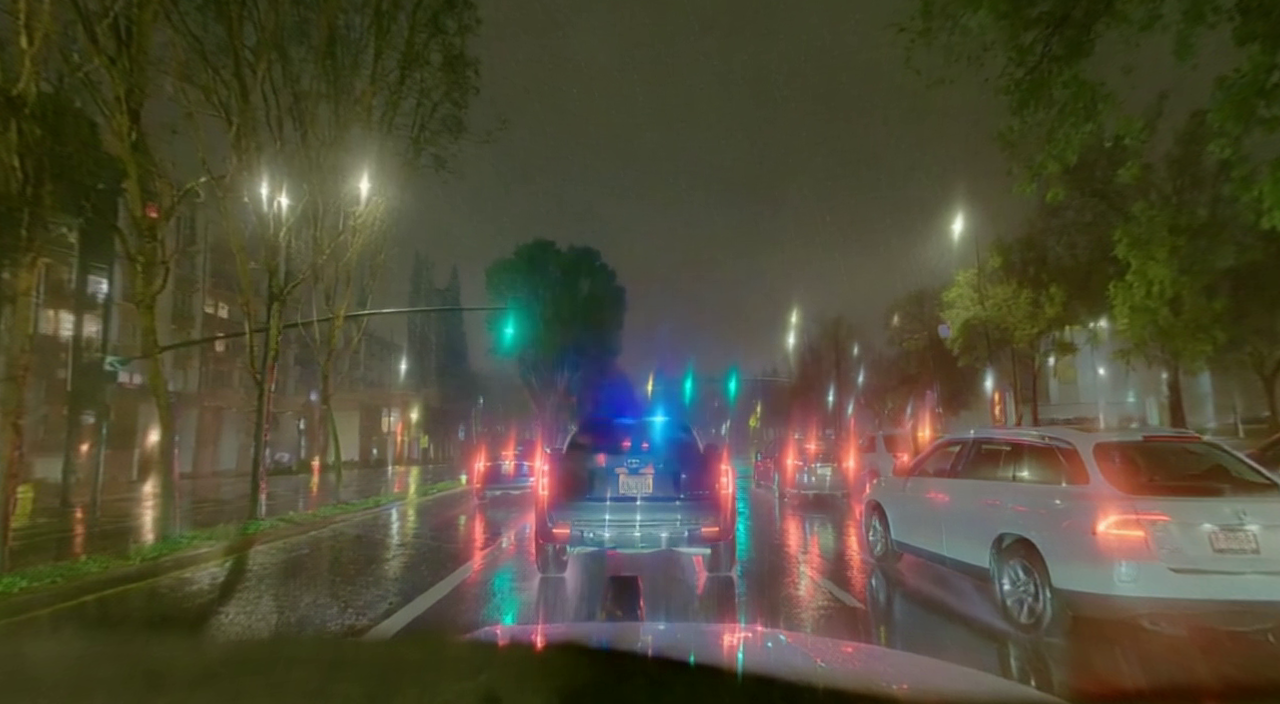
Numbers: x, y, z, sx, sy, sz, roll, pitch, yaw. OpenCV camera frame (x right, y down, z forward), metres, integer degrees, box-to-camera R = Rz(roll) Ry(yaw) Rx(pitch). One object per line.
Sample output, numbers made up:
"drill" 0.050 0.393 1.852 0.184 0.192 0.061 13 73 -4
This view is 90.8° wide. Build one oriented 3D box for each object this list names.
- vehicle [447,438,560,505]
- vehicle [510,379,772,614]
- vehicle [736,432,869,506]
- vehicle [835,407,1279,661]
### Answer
"vehicle" -3.315 2.984 16.210 1.913 1.464 4.276 0 -8 0
"vehicle" -0.041 1.453 7.261 2.038 1.819 4.505 0 -8 -1
"vehicle" 3.639 2.702 15.052 1.940 1.474 4.234 0 -8 -1
"vehicle" 3.639 1.407 6.063 1.995 1.483 4.533 0 -8 -1
